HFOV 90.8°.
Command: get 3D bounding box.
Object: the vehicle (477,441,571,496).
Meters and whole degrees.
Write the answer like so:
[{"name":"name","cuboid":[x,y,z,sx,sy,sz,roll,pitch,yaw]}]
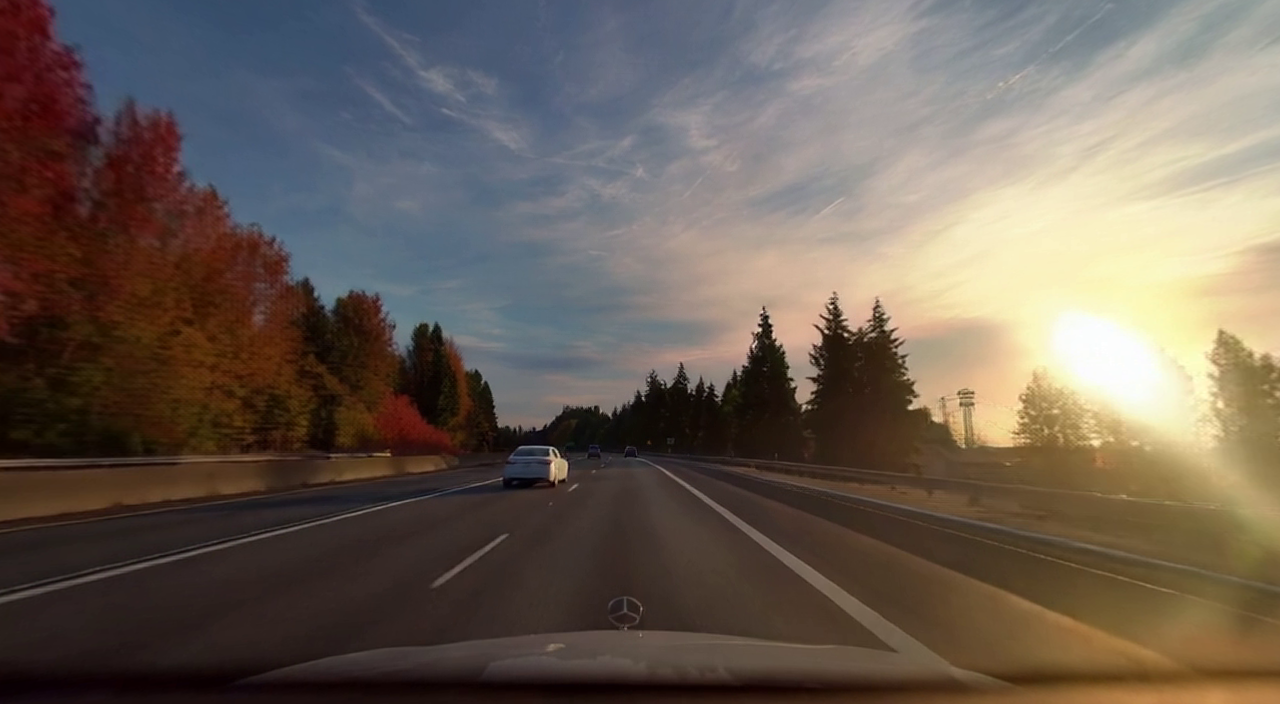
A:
[{"name":"vehicle","cuboid":[-3.687,3.834,21.157,2.184,1.574,5.004,0,-9,0]}]
